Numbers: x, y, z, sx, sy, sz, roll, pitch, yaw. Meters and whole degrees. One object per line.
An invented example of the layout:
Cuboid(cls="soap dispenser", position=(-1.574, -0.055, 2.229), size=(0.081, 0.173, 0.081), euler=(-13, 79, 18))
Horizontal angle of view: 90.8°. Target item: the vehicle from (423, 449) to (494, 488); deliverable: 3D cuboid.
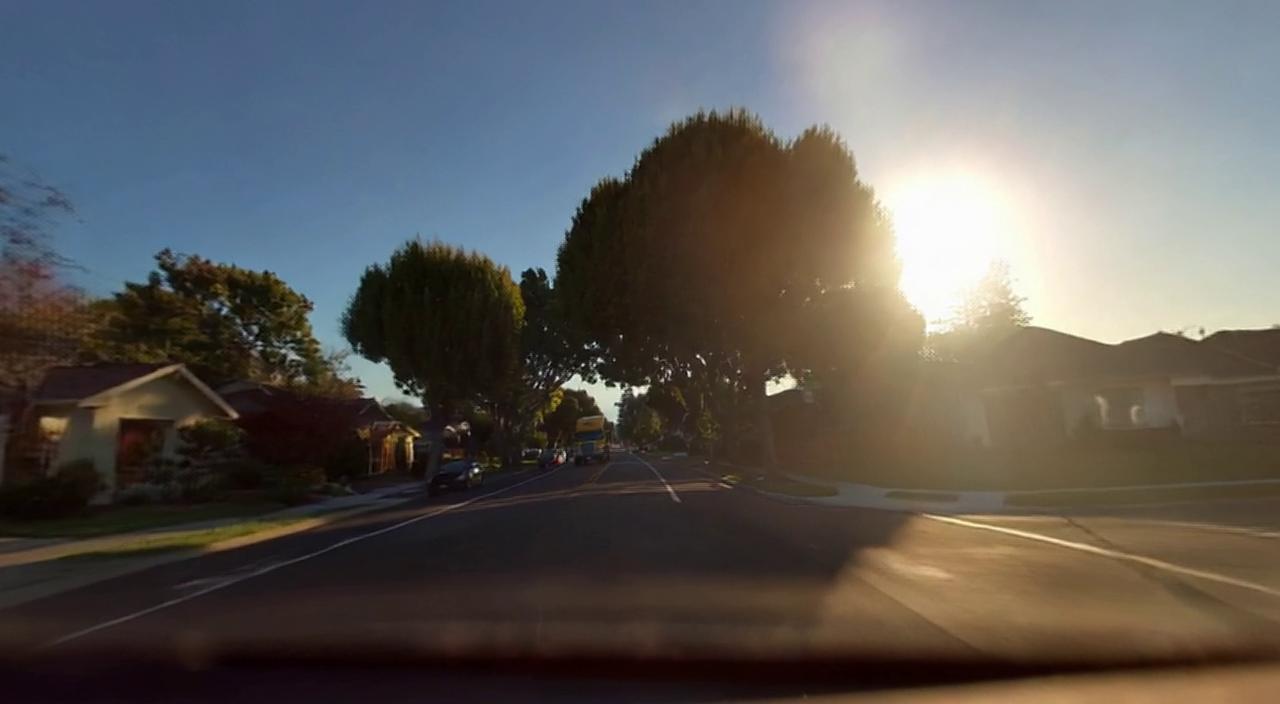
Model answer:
Cuboid(cls="vehicle", position=(-8.906, 5.741, 31.498), size=(2.119, 1.775, 4.643), euler=(0, -9, 0))
